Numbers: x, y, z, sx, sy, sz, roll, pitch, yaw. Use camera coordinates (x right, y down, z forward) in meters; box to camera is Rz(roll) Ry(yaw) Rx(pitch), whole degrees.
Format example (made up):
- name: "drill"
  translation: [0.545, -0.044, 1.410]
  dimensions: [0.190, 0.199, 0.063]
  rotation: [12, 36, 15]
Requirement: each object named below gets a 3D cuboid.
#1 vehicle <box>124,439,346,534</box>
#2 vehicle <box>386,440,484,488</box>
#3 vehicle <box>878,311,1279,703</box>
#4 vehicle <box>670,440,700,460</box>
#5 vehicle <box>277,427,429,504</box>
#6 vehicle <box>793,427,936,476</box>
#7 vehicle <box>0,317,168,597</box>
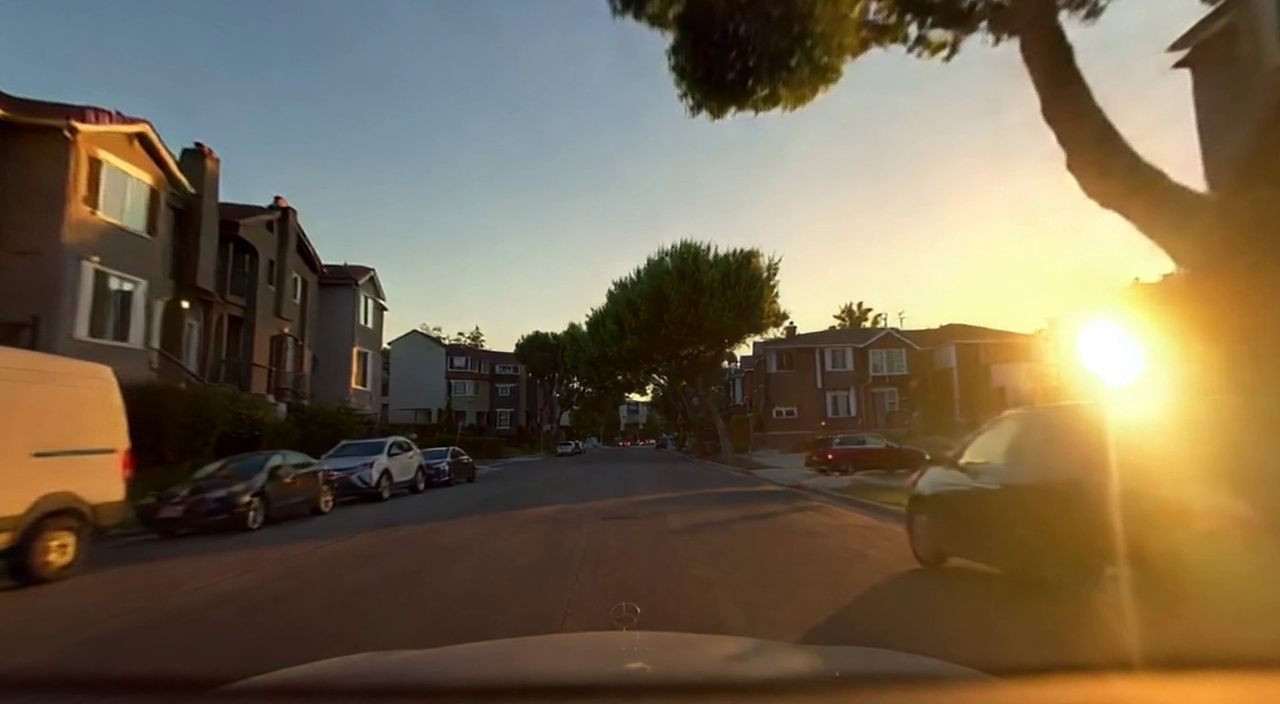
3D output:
- name: "vehicle"
  translation: [-7.428, 2.446, 12.075]
  dimensions: [1.845, 1.510, 3.729]
  rotation: [1, -8, -2]
- name: "vehicle"
  translation: [-7.179, 3.954, 22.597]
  dimensions: [1.912, 1.466, 4.754]
  rotation: [-2, -9, 1]
- name: "vehicle"
  translation: [4.096, 1.137, 5.271]
  dimensions: [2.216, 1.955, 4.970]
  rotation: [0, -8, 0]
- name: "vehicle"
  translation: [3.471, 7.693, 49.505]
  dimensions: [1.956, 1.468, 4.698]
  rotation: [1, -8, -1]
- name: "vehicle"
  translation: [-7.553, 3.054, 17.151]
  dimensions: [2.136, 1.758, 4.297]
  rotation: [-2, -9, 0]
- name: "vehicle"
  translation: [8.322, 3.737, 23.827]
  dimensions: [4.726, 1.731, 2.075]
  rotation: [-1, -8, 8]
- name: "vehicle"
  translation: [-7.335, 0.887, 5.251]
  dimensions: [2.341, 2.674, 5.753]
  rotation: [0, -9, -2]
